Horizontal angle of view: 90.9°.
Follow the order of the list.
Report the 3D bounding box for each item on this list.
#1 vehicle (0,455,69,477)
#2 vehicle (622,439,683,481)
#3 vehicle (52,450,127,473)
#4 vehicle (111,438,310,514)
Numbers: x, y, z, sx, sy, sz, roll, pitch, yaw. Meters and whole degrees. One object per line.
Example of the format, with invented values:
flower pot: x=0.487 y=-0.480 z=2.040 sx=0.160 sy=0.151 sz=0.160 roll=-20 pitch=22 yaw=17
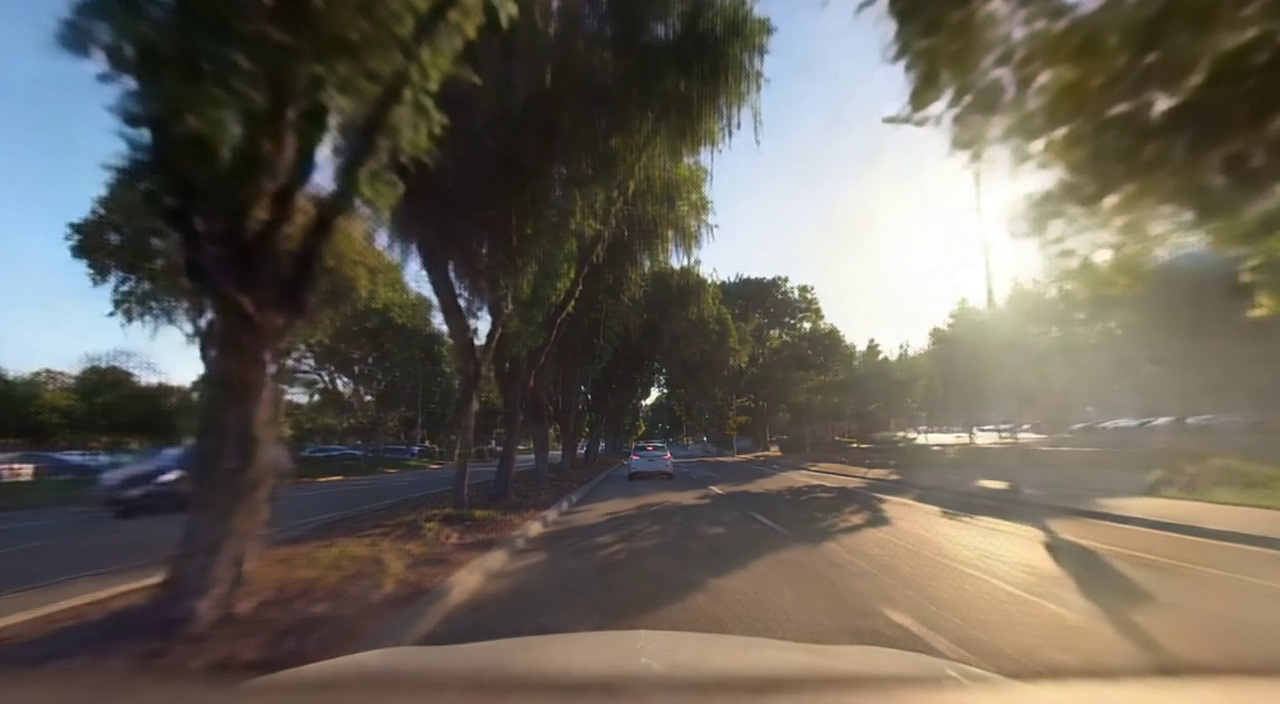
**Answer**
vehicle: x=-42.999 y=7.991 z=44.350 sx=4.100 sy=1.440 sz=1.703 roll=-1 pitch=-8 yaw=3
vehicle: x=0.413 y=4.010 z=23.696 sx=2.093 sy=1.442 sz=3.977 roll=0 pitch=-8 yaw=-1
vehicle: x=-42.962 y=8.532 z=49.272 sx=4.057 sy=1.666 sz=1.849 roll=0 pitch=-8 yaw=1
vehicle: x=-12.090 y=3.479 z=18.320 sx=2.259 sy=1.867 sz=4.875 roll=0 pitch=-8 yaw=1
